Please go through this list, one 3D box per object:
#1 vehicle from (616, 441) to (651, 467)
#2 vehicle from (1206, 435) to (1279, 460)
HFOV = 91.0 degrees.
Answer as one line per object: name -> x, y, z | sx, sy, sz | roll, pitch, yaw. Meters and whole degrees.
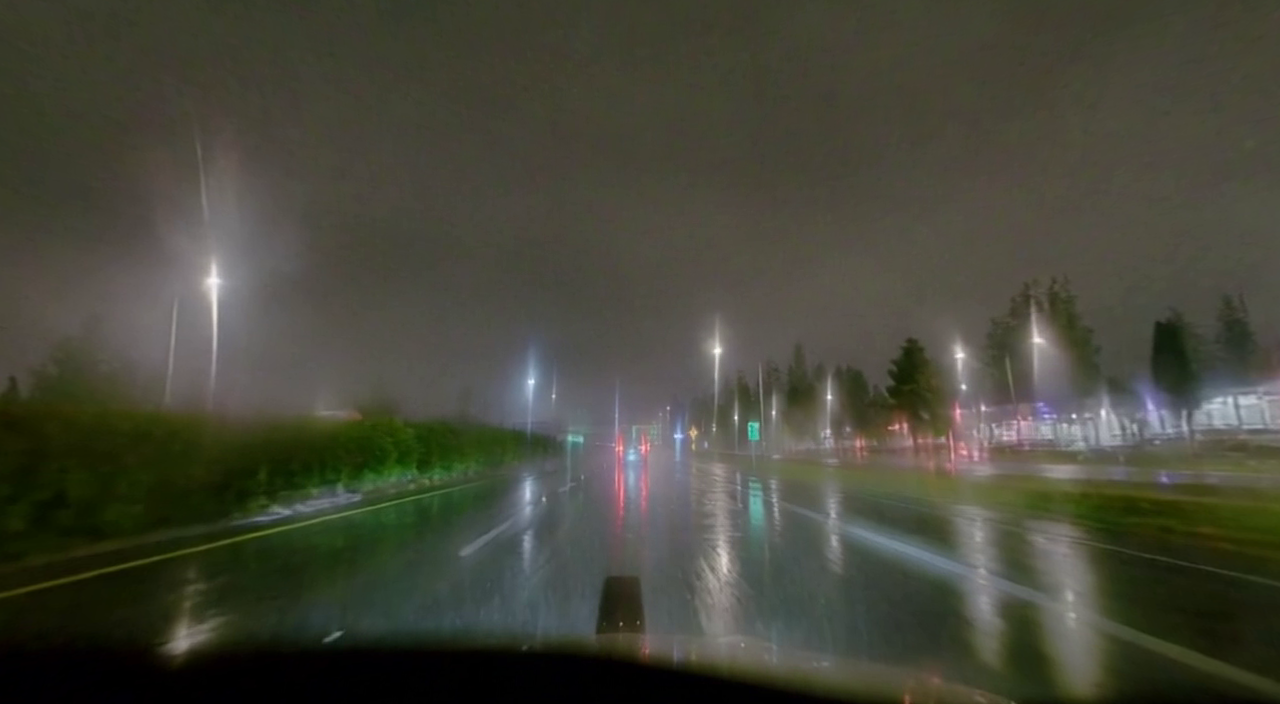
vehicle -> -0.430, 6.511, 40.246 | 2.110, 1.555, 4.431 | 0, -9, 0
vehicle -> 39.775, 6.223, 40.998 | 3.996, 1.517, 1.846 | 1, -9, -2
